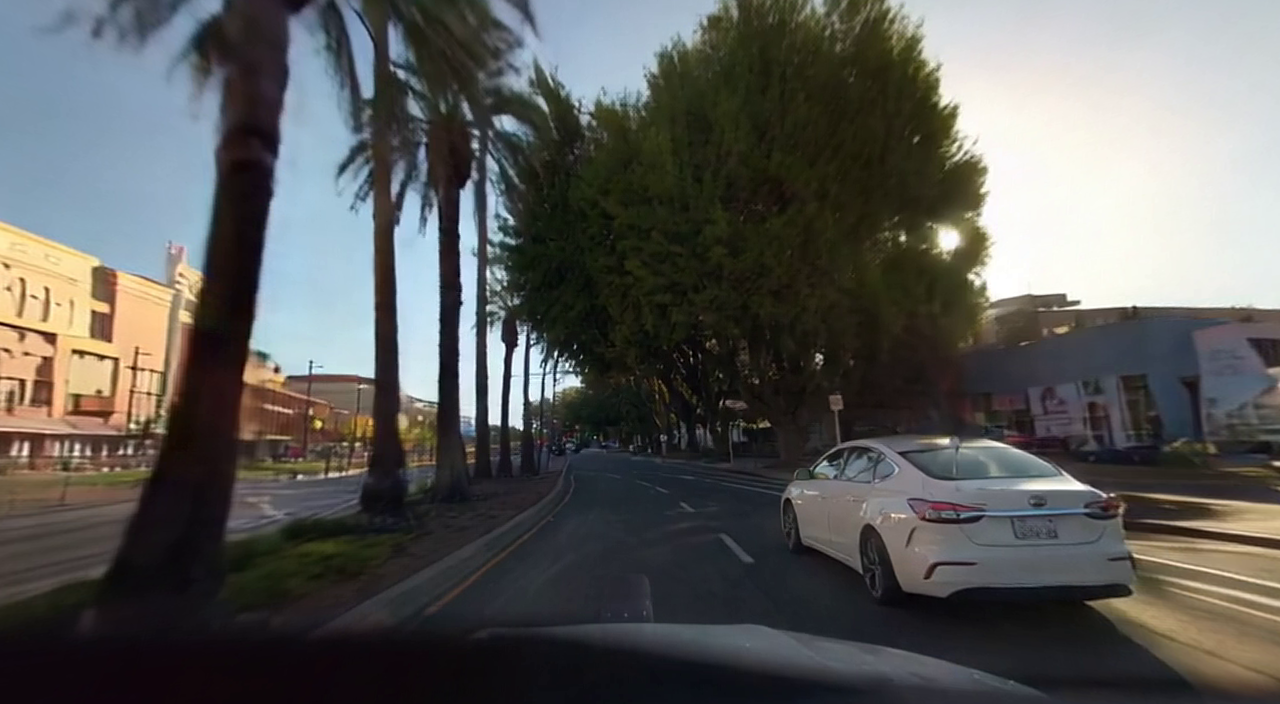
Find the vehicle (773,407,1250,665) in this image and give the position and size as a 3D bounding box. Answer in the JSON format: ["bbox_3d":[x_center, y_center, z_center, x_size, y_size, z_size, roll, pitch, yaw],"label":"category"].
[{"bbox_3d":[2.741,1.440,6.072,1.867,1.554,4.301,0,-8,-2],"label":"vehicle"}]
